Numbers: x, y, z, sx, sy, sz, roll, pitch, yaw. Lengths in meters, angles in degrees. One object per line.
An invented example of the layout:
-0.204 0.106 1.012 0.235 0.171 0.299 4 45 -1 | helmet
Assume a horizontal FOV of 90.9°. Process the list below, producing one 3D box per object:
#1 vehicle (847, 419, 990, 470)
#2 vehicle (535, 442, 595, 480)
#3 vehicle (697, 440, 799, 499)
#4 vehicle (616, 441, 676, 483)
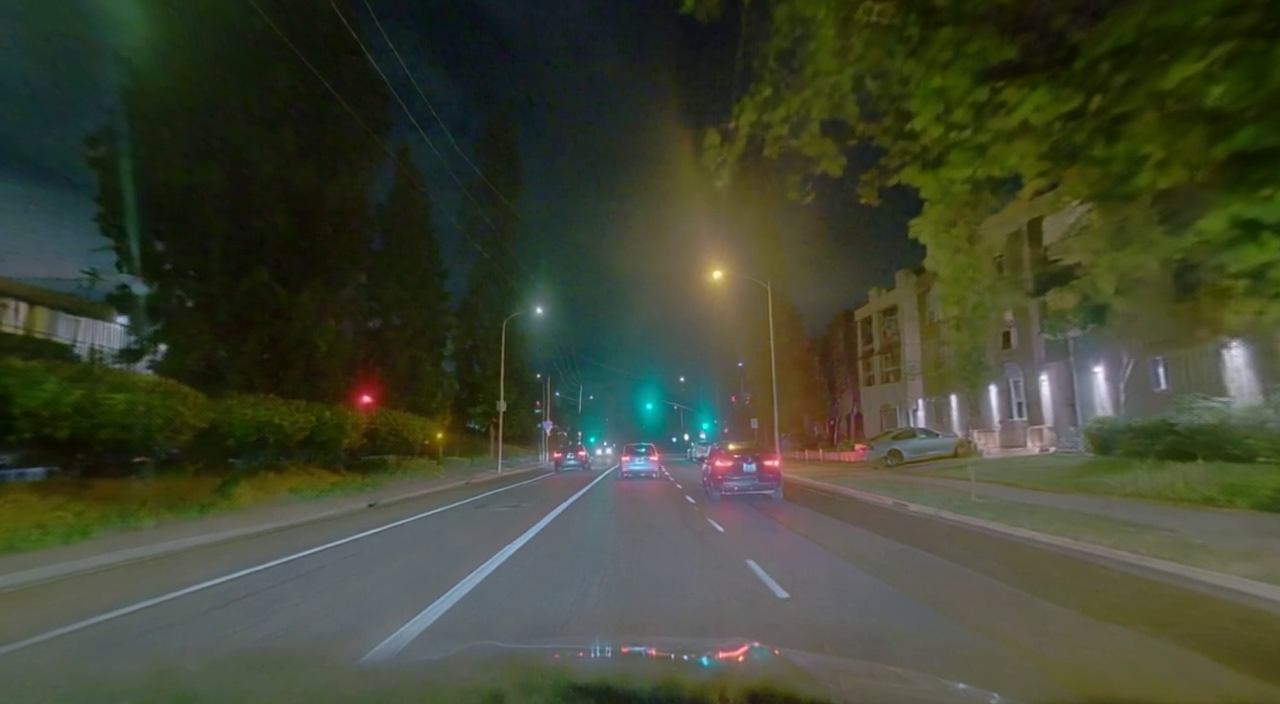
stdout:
13.848 4.622 31.642 5.929 1.970 2.381 -5 -8 -2 | vehicle
-3.147 4.685 27.330 2.012 1.505 4.205 0 -8 1 | vehicle
2.957 3.332 18.370 2.158 1.483 4.415 0 -8 0 | vehicle
0.221 4.143 24.080 2.101 1.467 4.210 0 -8 0 | vehicle
